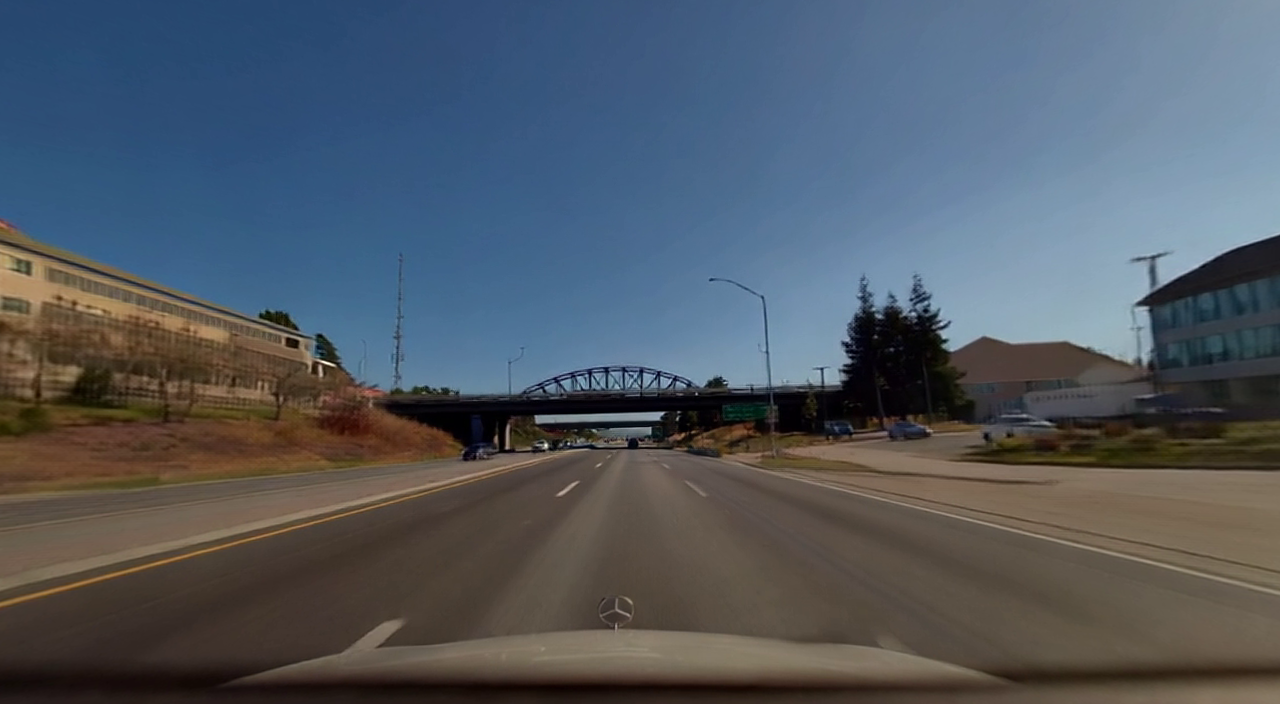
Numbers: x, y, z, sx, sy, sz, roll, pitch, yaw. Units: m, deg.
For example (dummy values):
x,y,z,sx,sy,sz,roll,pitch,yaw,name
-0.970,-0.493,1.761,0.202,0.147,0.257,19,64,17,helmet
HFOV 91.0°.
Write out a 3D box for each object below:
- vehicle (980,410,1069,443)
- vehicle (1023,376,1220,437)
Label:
x,y,z,sx,sy,sz,roll,pitch,yaw,name
23.030,4.553,37.980,1.996,1.797,5.065,0,-8,-2,vehicle
32.411,4.033,43.619,2.939,3.399,12.682,-3,-7,-4,vehicle
